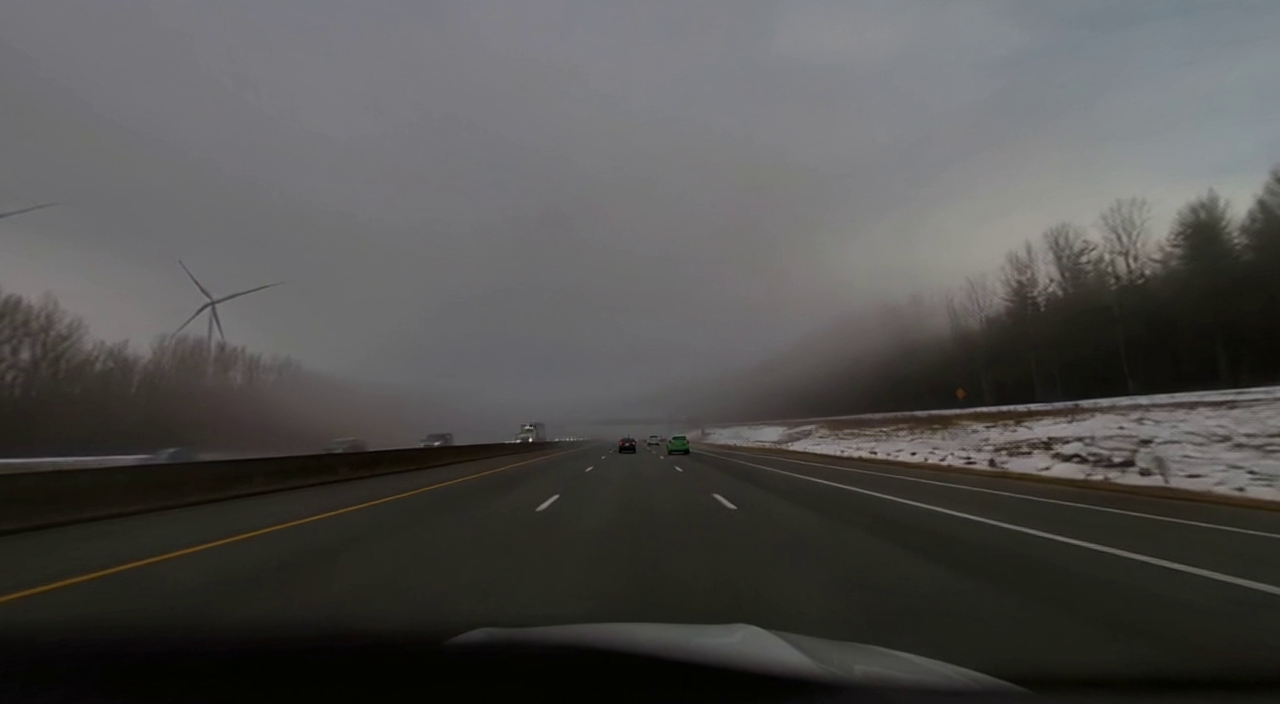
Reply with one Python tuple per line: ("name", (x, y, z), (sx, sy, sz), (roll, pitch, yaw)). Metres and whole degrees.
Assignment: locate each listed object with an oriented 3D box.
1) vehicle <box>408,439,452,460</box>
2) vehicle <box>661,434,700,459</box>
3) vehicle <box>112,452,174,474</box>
("vehicle", (-16.466, 7.644, 49.615), (1.904, 1.539, 4.683), (0, -8, -1))
("vehicle", (2.531, 6.058, 40.443), (2.041, 1.551, 3.974), (1, -8, -3))
("vehicle", (-38.978, 8.684, 49.417), (1.809, 1.498, 4.358), (1, -8, -9))
